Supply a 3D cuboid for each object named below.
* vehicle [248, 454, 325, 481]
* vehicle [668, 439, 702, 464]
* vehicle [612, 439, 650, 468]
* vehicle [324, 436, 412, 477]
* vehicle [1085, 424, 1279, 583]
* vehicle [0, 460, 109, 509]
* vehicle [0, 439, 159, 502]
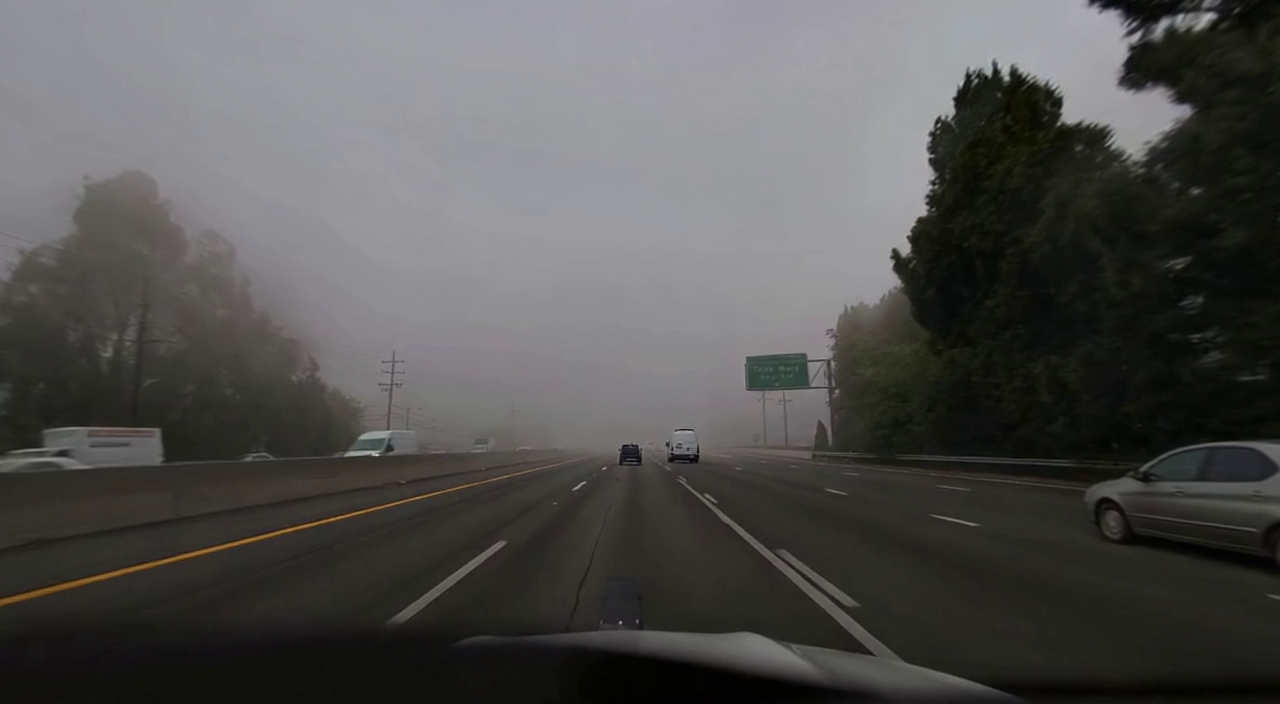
[{"bbox_3d":[-21.459,7.011,38.588,2.063,1.474,4.684,0,-9,-1],"label":"vehicle"},{"bbox_3d":[3.347,7.533,47.860,2.036,1.796,4.470,0,-9,-2],"label":"vehicle"},{"bbox_3d":[-0.578,6.523,40.731,2.325,1.712,4.592,0,-9,0],"label":"vehicle"},{"bbox_3d":[-13.790,5.336,32.495,2.181,1.941,5.247,0,-9,0],"label":"vehicle"},{"bbox_3d":[7.081,1.440,6.050,2.111,1.482,4.734,0,-9,-1],"label":"vehicle"},{"bbox_3d":[-21.020,4.438,21.437,2.019,1.468,4.558,0,-9,0],"label":"vehicle"},{"bbox_3d":[-25.344,5.015,27.428,3.257,2.357,7.209,0,-9,-1],"label":"vehicle"}]
